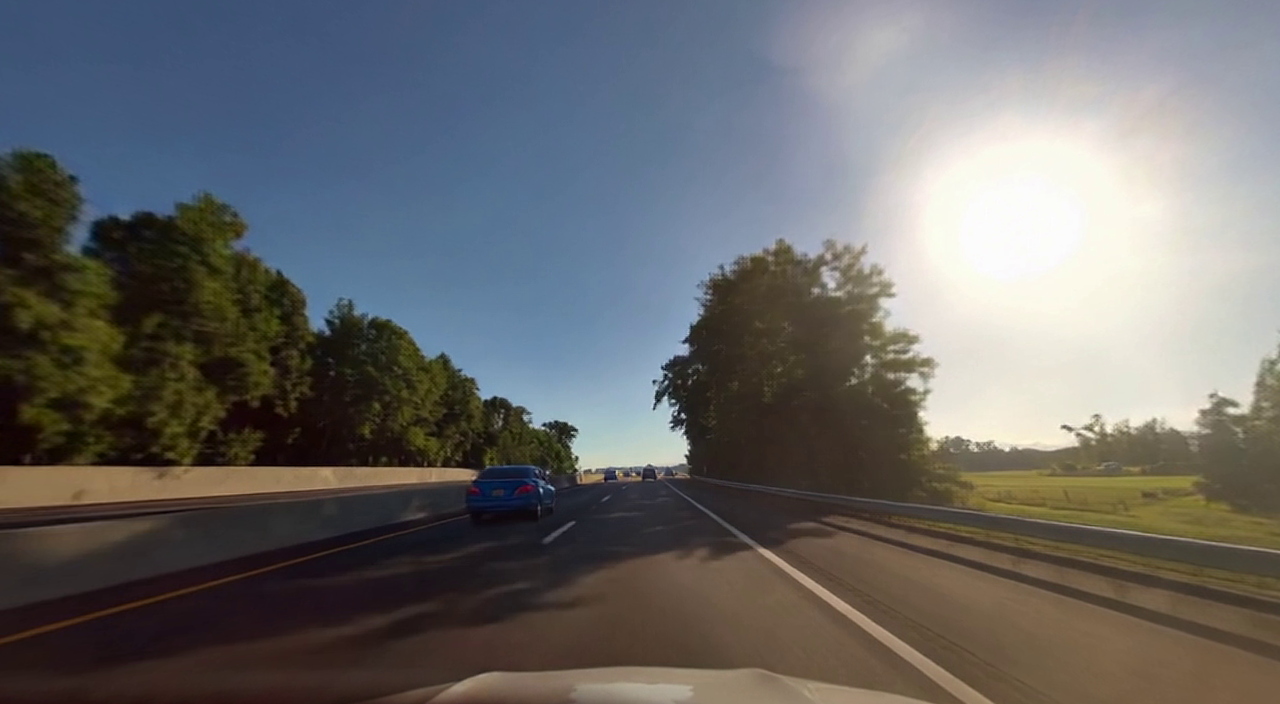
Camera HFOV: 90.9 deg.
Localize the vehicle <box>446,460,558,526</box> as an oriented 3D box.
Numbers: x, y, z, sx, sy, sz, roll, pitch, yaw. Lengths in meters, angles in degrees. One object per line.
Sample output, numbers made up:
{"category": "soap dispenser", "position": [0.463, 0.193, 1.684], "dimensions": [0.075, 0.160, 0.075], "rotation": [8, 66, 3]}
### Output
{"category": "vehicle", "position": [-3.620, 3.825, 17.439], "dimensions": [2.047, 1.523, 4.279], "rotation": [1, -11, 1]}
